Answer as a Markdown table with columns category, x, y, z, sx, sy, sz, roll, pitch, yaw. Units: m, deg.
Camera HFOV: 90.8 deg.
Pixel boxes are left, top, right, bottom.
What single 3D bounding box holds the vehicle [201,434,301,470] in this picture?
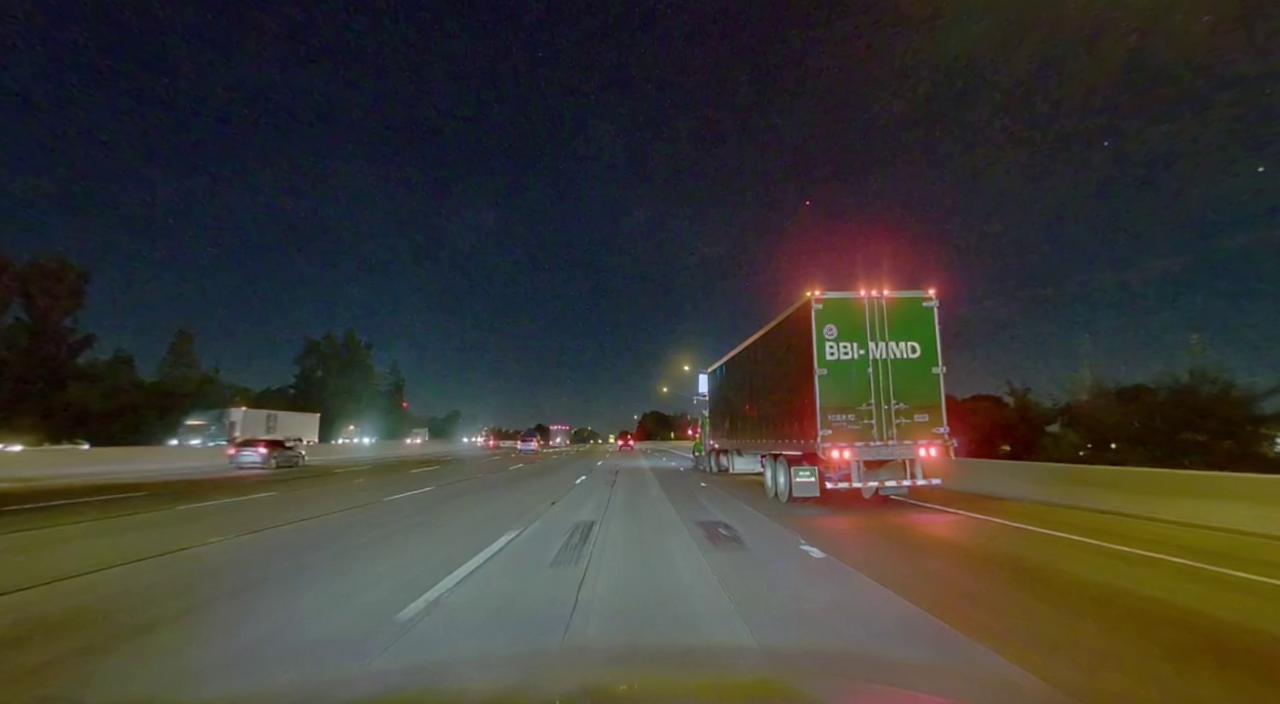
| category | x | y | z | sx | sy | sz | roll | pitch | yaw |
| --- | --- | --- | --- | --- | --- | --- | --- | --- | --- |
| vehicle | -18.282 | 4.711 | 29.969 | 1.913 | 1.540 | 4.540 | 0 | -8 | -1 |

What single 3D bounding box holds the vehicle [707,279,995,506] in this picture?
| category | x | y | z | sx | sy | sz | roll | pitch | yaw |
| --- | --- | --- | --- | --- | --- | --- | --- | --- | --- |
| vehicle | 4.400 | 1.750 | 18.428 | 2.891 | 3.944 | 15.051 | 0 | -8 | -2 |
